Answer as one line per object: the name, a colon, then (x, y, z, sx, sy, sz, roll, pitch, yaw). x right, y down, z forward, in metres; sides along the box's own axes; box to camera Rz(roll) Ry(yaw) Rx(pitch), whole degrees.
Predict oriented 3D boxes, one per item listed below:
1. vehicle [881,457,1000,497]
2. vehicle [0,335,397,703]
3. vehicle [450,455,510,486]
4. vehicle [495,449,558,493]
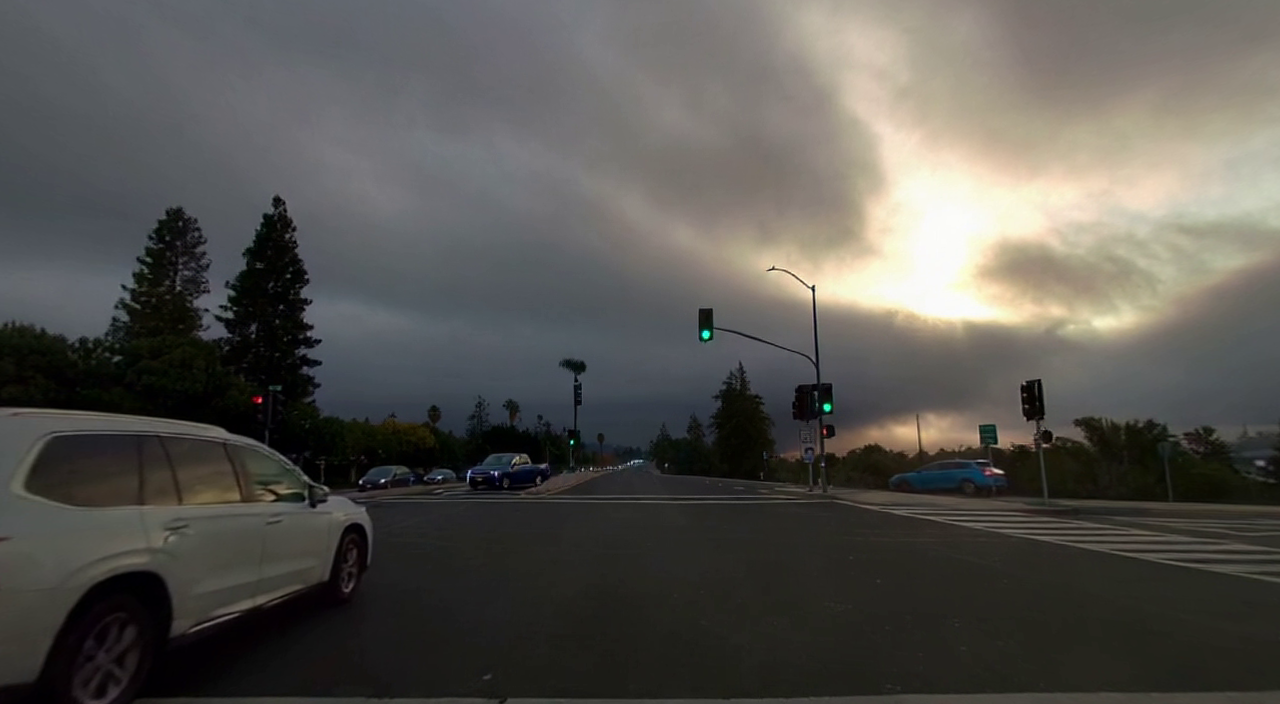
vehicle: (13.768, 5.666, 28.973, 4.571, 1.621, 2.113, -6, -10, 35)
vehicle: (-3.538, 1.035, 3.810, 2.242, 1.761, 4.505, 0, -8, 1)
vehicle: (-8.050, 5.975, 32.068, 1.960, 1.433, 4.213, 0, -8, 0)
vehicle: (-4.415, 4.464, 24.044, 2.107, 1.456, 4.728, 2, -9, -12)
